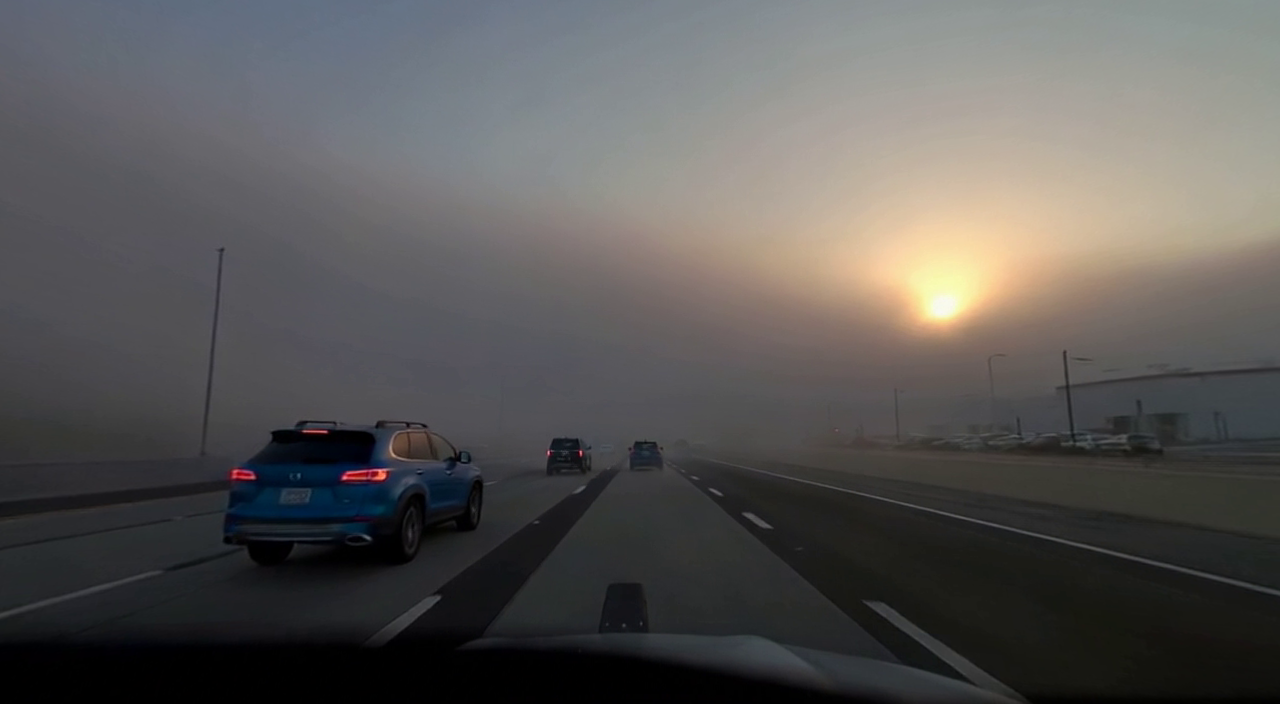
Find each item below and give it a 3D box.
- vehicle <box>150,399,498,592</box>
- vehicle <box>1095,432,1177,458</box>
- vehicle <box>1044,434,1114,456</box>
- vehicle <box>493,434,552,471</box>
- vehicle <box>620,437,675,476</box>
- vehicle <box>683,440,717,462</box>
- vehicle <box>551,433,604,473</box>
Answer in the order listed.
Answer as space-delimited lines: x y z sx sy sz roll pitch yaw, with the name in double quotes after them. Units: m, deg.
-3.306 1.595 7.868 1.961 1.687 4.453 0 -8 1 "vehicle"
30.036 5.671 38.329 1.743 1.467 4.058 0 -8 2 "vehicle"
30.082 6.384 43.365 1.749 1.454 4.210 0 -8 0 "vehicle"
-6.160 5.342 33.809 2.125 1.804 4.864 0 -8 1 "vehicle"
0.292 4.337 26.334 2.090 1.474 3.970 0 -8 0 "vehicle"
4.332 7.201 46.102 1.980 1.492 4.442 0 -8 -1 "vehicle"
-2.877 4.777 29.985 2.007 1.730 4.412 0 -8 1 "vehicle"
